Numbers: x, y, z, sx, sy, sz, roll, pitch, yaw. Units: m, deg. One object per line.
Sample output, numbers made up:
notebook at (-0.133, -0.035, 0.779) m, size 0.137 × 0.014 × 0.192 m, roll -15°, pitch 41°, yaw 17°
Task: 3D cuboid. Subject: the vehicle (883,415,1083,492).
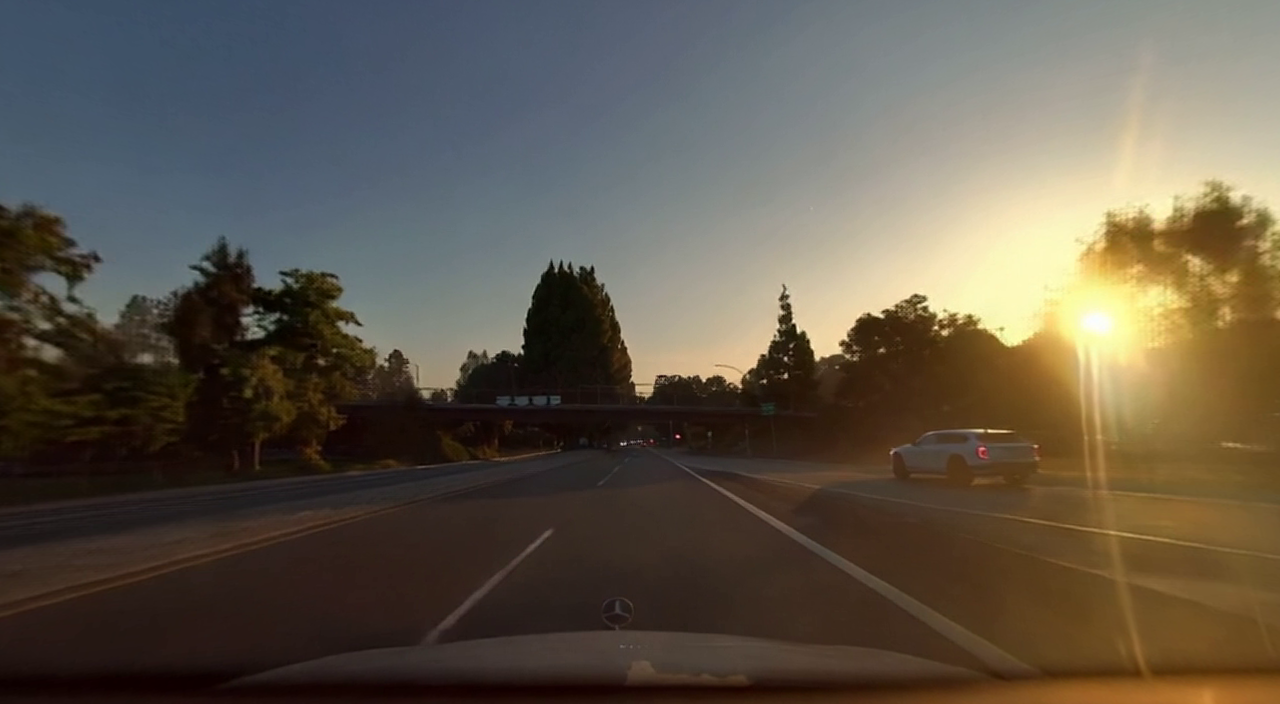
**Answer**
vehicle at (9.759, 2.946, 18.626) m, size 2.328 × 1.916 × 5.227 m, roll 1°, pitch -8°, yaw -10°
